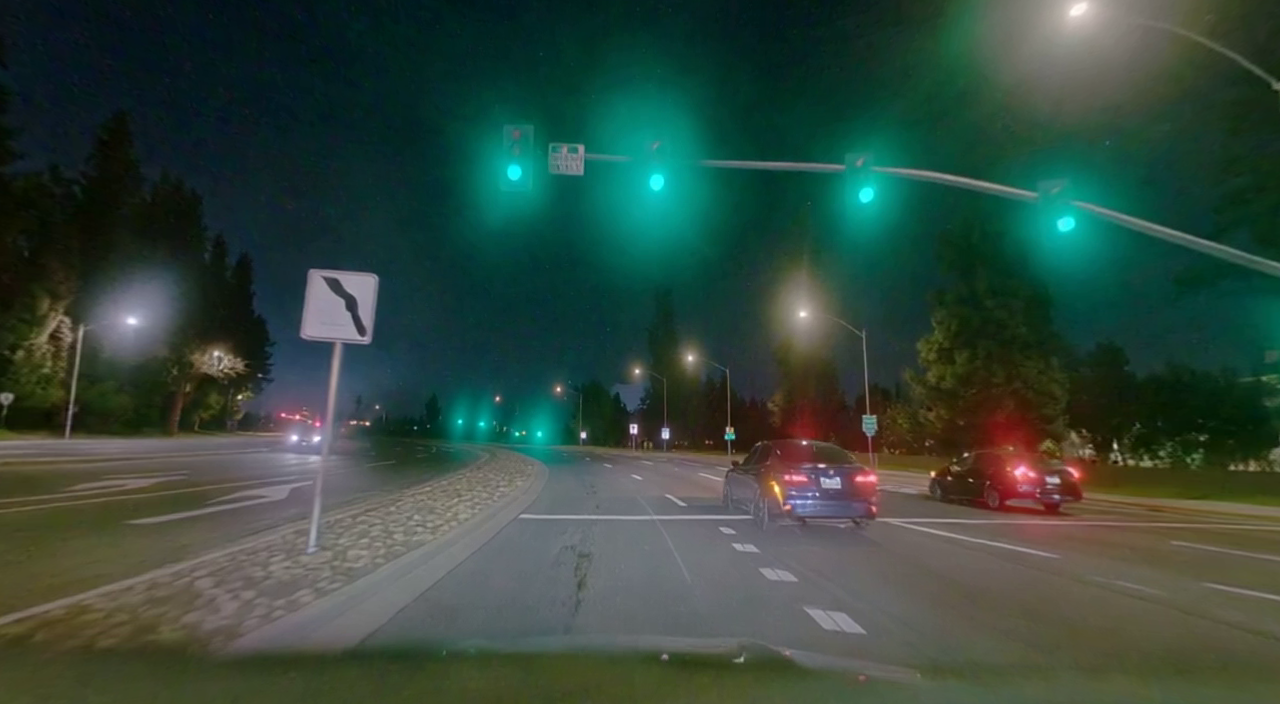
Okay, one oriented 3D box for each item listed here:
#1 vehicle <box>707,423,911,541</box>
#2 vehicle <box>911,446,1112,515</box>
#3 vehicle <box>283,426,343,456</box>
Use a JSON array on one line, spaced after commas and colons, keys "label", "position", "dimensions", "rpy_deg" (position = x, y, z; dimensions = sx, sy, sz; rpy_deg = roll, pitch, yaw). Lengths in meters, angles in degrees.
[{"label": "vehicle", "position": [2.670, 2.193, 11.355], "dimensions": [2.122, 1.646, 4.525], "rpy_deg": [1, -8, -4]}, {"label": "vehicle", "position": [9.095, 3.143, 16.074], "dimensions": [1.940, 1.460, 4.652], "rpy_deg": [2, -8, -6]}, {"label": "vehicle", "position": [-18.655, 5.112, 36.309], "dimensions": [2.206, 1.583, 4.539], "rpy_deg": [3, -9, -17]}]
